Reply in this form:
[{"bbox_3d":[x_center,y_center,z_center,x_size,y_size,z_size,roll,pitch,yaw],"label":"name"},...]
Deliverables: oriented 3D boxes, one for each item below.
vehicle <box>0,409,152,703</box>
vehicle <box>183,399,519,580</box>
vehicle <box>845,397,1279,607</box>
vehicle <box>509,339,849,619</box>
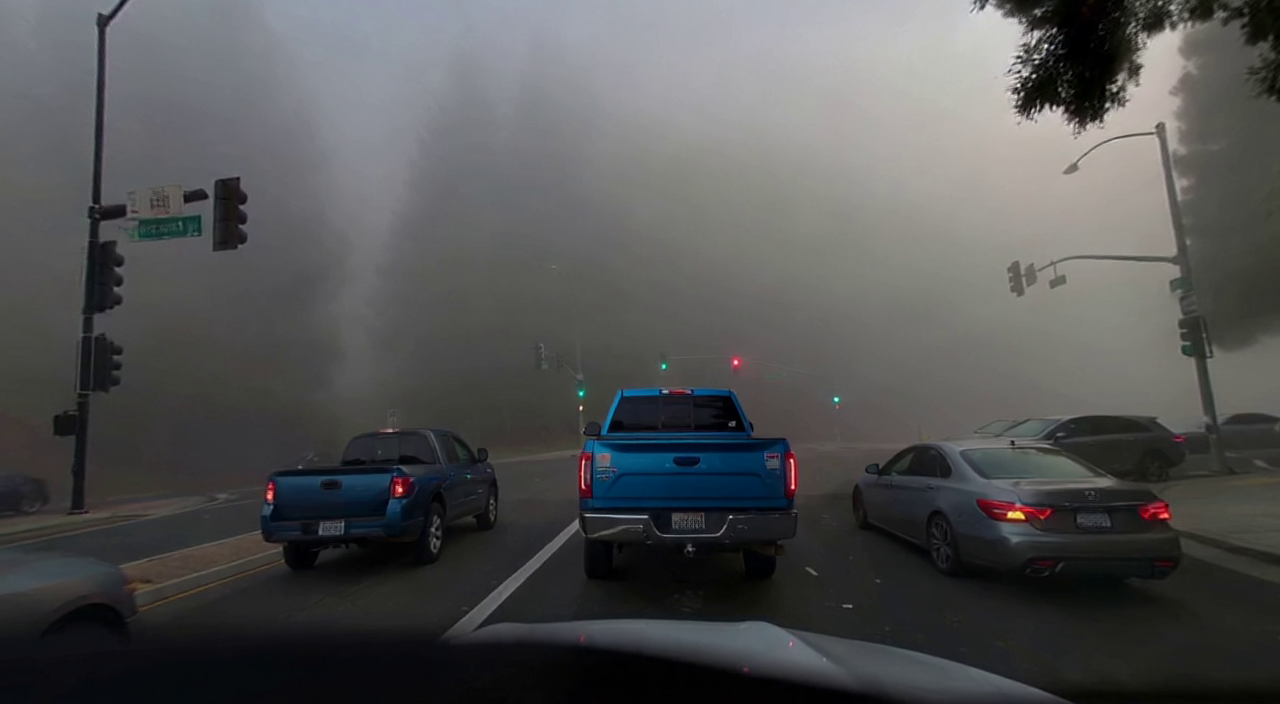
[{"bbox_3d":[-3.391,0.709,0.656,1.998,1.481,4.656,0,-8,1],"label":"vehicle"},{"bbox_3d":[-3.290,1.689,8.571,2.125,1.739,4.707,0,-8,3],"label":"vehicle"},{"bbox_3d":[4.051,1.500,7.181,1.984,1.659,4.226,0,-8,0],"label":"vehicle"},{"bbox_3d":[0.330,1.277,7.154,2.505,2.084,4.768,0,-8,1],"label":"vehicle"}]
